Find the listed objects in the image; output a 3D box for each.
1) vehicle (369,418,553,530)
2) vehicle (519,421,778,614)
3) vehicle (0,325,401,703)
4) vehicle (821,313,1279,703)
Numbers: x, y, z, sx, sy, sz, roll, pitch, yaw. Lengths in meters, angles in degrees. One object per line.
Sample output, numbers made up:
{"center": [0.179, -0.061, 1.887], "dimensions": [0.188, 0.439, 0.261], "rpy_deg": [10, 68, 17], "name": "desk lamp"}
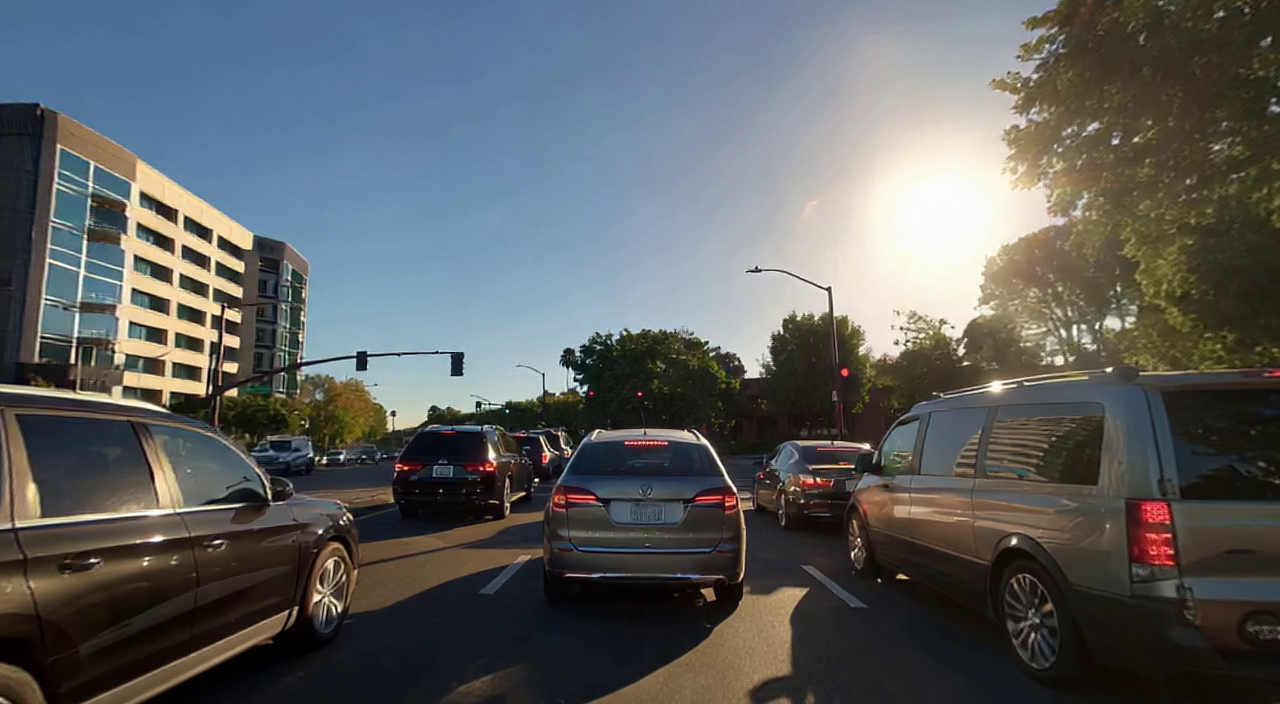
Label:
{"center": [-3.182, 2.296, 12.430], "dimensions": [2.117, 1.772, 4.619], "rpy_deg": [0, -8, 2], "name": "vehicle"}
{"center": [0.032, 1.592, 6.983], "dimensions": [2.021, 1.490, 3.948], "rpy_deg": [0, -8, -1], "name": "vehicle"}
{"center": [-3.122, 0.956, 3.298], "dimensions": [1.982, 1.721, 4.261], "rpy_deg": [0, -8, 1], "name": "vehicle"}
{"center": [3.213, 1.103, 4.717], "dimensions": [2.141, 1.833, 4.704], "rpy_deg": [0, -8, -2], "name": "vehicle"}
